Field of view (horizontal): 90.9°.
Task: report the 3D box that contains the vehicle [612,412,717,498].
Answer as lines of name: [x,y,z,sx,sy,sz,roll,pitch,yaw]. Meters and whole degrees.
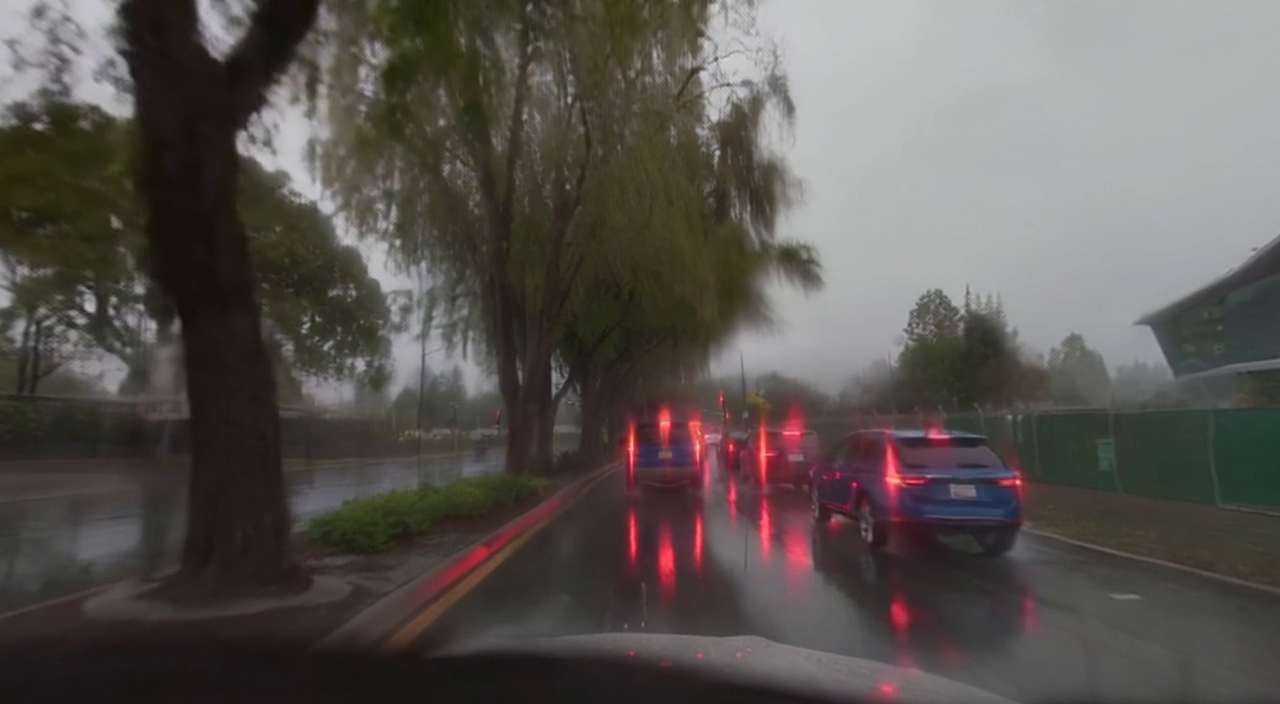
vehicle: [0.621,2.665,16.523,2.386,1.947,4.168,-1,-8,2]

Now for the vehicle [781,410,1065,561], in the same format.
vehicle: [3.784,1.891,9.703,2.138,1.699,4.852,0,-8,0]
